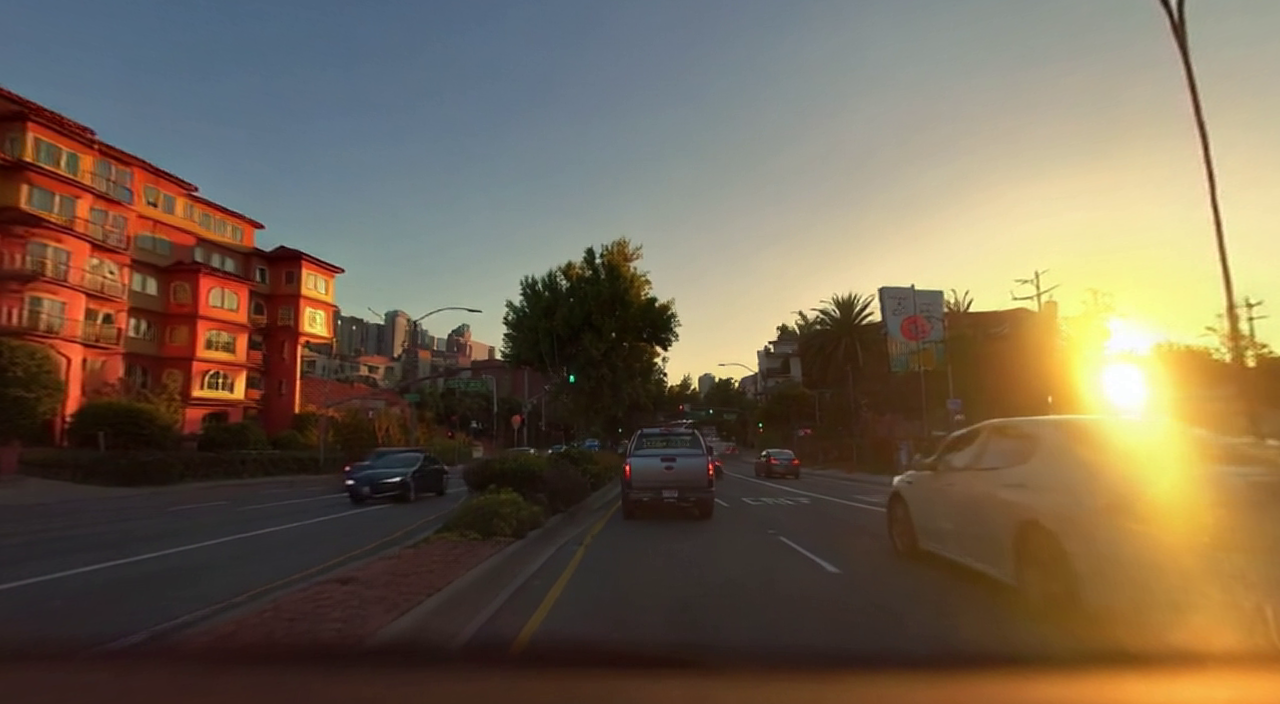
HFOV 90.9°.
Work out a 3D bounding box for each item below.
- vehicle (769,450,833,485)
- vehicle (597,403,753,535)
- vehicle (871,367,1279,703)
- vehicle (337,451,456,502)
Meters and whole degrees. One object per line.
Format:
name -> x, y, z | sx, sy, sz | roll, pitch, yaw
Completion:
vehicle -> 7.675, 5.512, 30.485 | 1.958, 1.523, 4.553 | 0, -9, 1
vehicle -> 0.608, 2.303, 12.966 | 2.487, 2.115, 5.444 | 0, -9, 1
vehicle -> 4.047, 1.297, 5.445 | 2.283, 1.738, 4.916 | 0, -9, 1
vehicle -> -8.021, 4.109, 21.326 | 2.061, 1.496, 4.600 | -1, -9, 2
